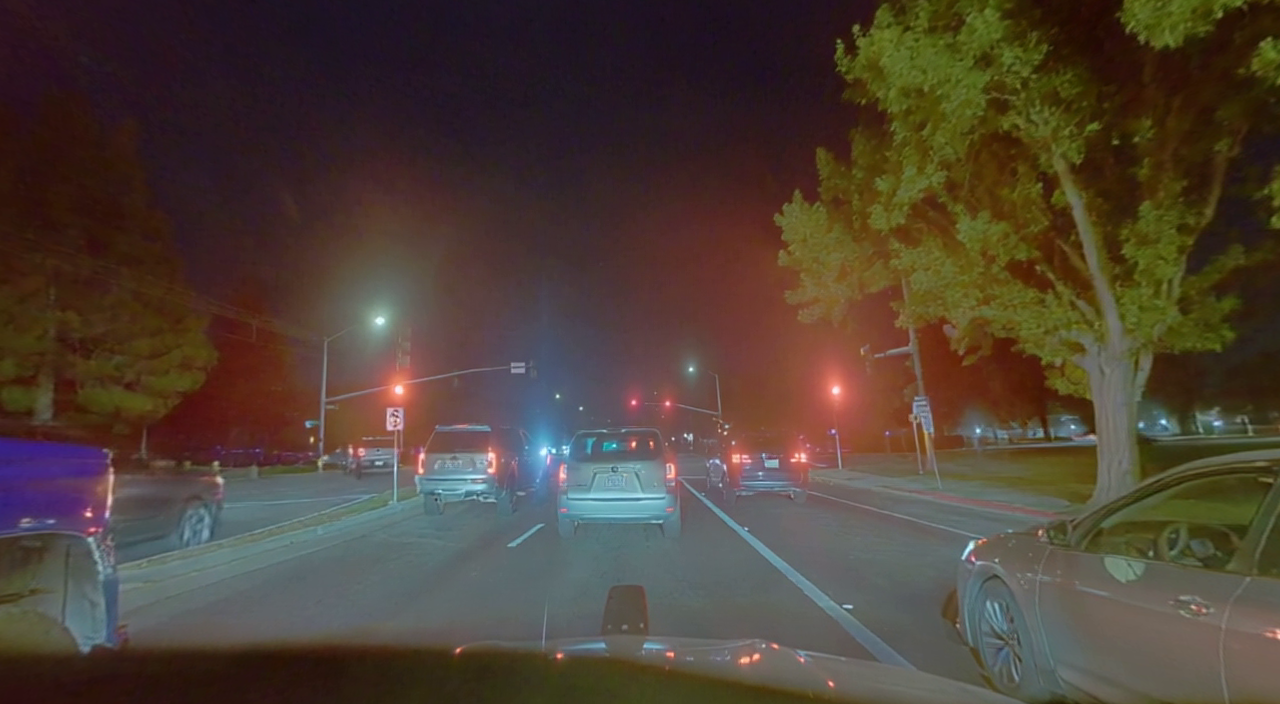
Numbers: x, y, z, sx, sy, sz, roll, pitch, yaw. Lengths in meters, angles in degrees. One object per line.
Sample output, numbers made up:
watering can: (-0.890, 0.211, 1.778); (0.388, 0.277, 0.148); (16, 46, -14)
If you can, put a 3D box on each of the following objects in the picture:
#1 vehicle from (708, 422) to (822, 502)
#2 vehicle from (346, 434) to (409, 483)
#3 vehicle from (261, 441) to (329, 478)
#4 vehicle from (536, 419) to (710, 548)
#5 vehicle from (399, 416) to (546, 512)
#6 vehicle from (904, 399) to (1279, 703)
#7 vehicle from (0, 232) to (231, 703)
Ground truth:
vehicle: (3.144, 2.888, 16.964); (2.102, 1.841, 4.587); (0, -8, 0)
vehicle: (-10.765, 4.298, 25.799); (2.088, 1.787, 4.728); (3, -9, -23)
vehicle: (-18.702, 5.748, 34.051); (2.256, 1.799, 4.831); (6, -11, -38)
vehicle: (-0.225, 1.936, 9.877); (2.194, 1.607, 3.690); (0, -8, 0)
vehicle: (-3.633, 2.525, 14.660); (2.089, 1.857, 4.488); (0, -8, 1)
vehicle: (3.015, 0.964, 2.512); (1.874, 1.477, 4.698); (0, -8, 0)
vehicle: (-3.474, 0.354, 0.300); (2.656, 2.021, 5.800); (0, -8, 0)
